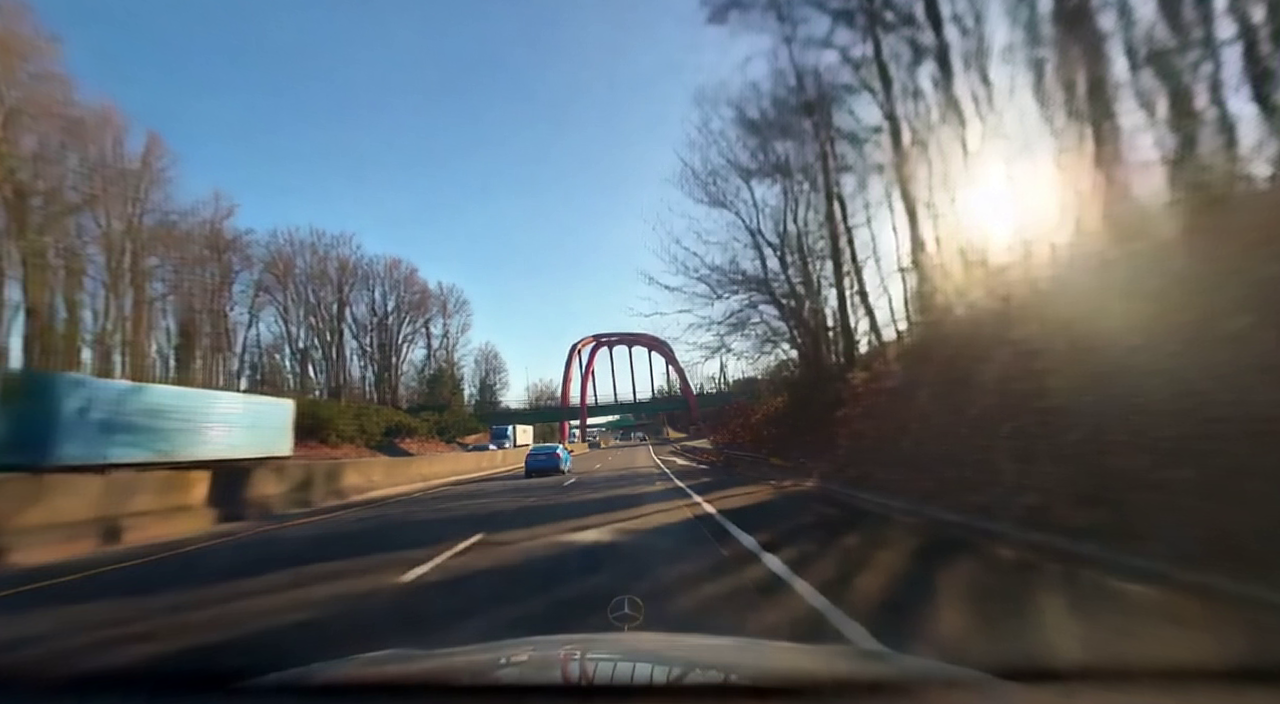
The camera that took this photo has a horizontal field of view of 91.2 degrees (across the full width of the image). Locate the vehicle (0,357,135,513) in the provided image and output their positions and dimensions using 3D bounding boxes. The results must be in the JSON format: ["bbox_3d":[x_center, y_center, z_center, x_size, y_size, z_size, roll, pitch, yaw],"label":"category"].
[{"bbox_3d":[-18.349,2.277,17.252,3.043,4.057,6.636,0,-8,1],"label":"vehicle"}]

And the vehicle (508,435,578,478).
[{"bbox_3d":[-3.766,4.143,25.088,2.052,1.556,4.405,0,-8,1],"label":"vehicle"}]
